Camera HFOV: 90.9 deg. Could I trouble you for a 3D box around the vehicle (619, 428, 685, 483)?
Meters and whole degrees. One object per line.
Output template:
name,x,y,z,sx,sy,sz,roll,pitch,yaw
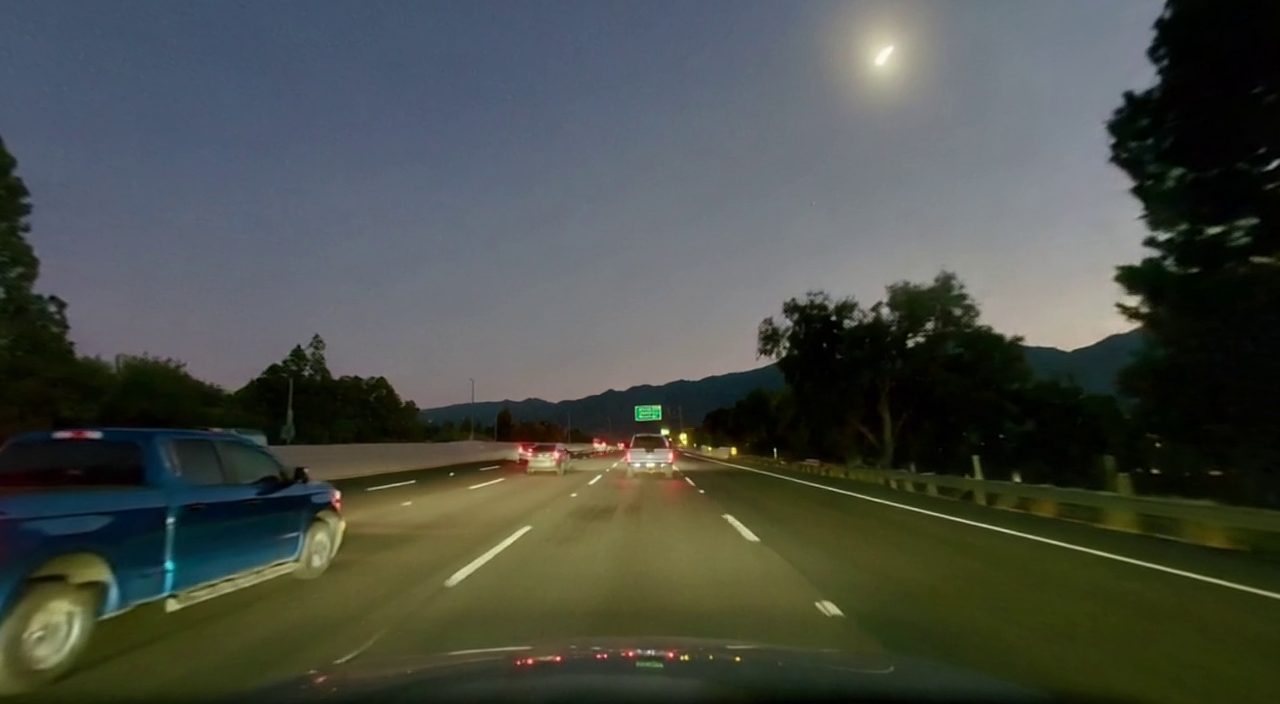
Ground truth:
vehicle,0.421,3.890,24.002,2.229,1.837,5.387,0,-8,0

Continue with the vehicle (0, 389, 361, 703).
vehicle,-3.972,1.235,4.627,1.959,1.604,4.065,0,-8,0

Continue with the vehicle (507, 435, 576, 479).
vehicle,-3.972,4.296,26.090,2.106,1.651,4.040,-1,-8,1
